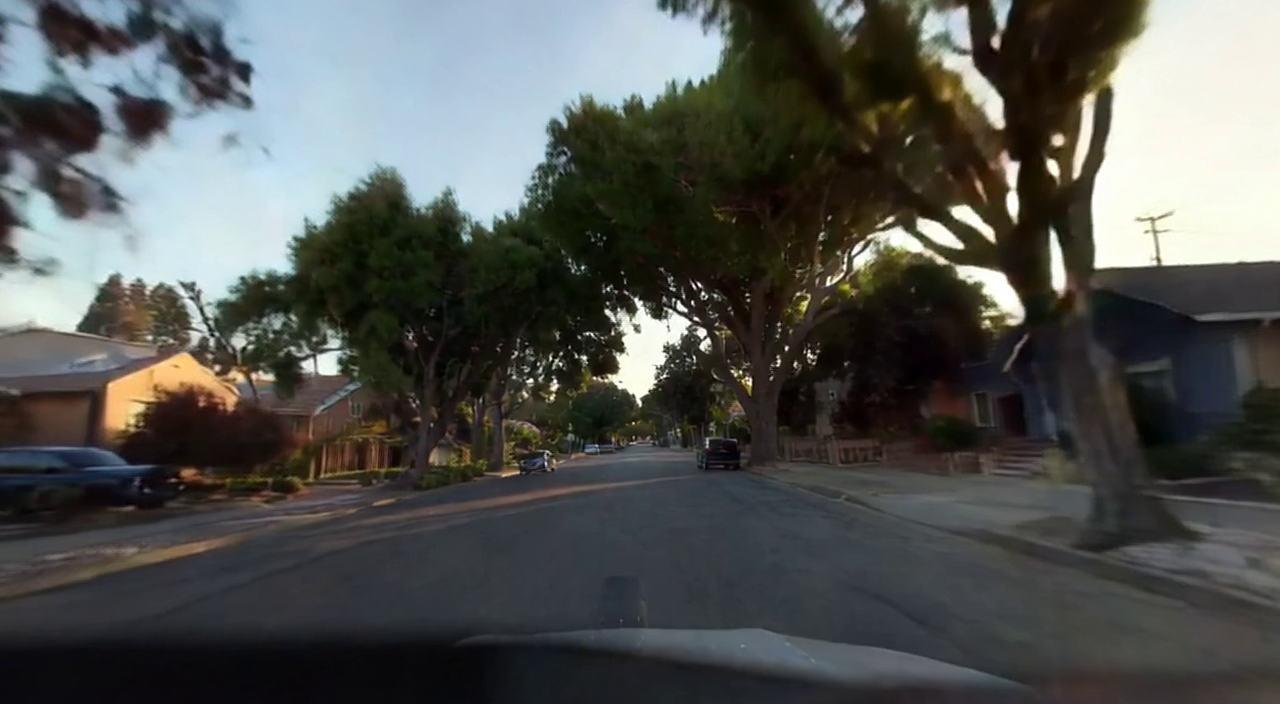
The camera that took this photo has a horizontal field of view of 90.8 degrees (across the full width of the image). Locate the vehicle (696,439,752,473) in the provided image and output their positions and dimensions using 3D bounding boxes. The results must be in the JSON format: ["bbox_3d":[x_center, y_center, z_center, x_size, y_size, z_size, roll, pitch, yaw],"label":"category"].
[{"bbox_3d":[3.941,4.957,30.365,2.013,1.473,4.329,0,-8,-1],"label":"vehicle"}]
